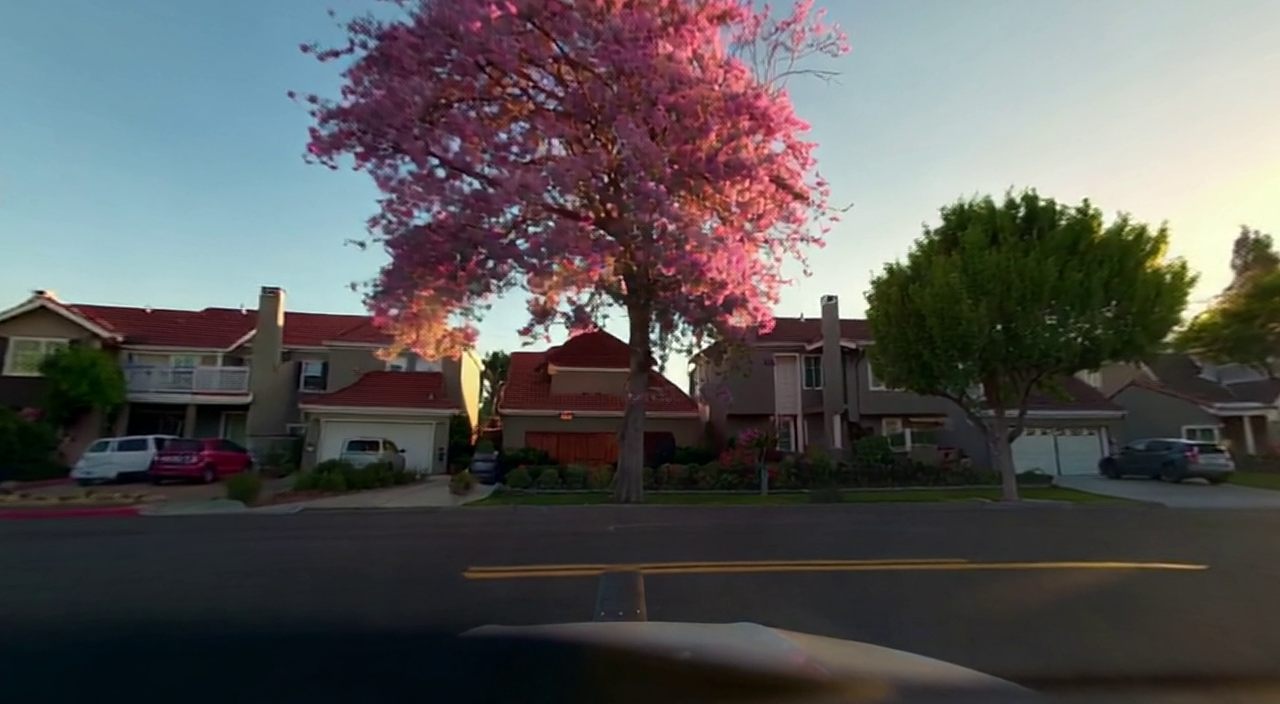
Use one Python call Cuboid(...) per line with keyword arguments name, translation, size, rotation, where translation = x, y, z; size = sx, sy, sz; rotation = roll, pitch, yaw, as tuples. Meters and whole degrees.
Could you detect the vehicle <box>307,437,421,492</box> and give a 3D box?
Cuboid(name="vehicle", translation=(-8.329, 3.409, 19.473), size=(1.968, 1.491, 4.486), rotation=(1, -9, -7))
